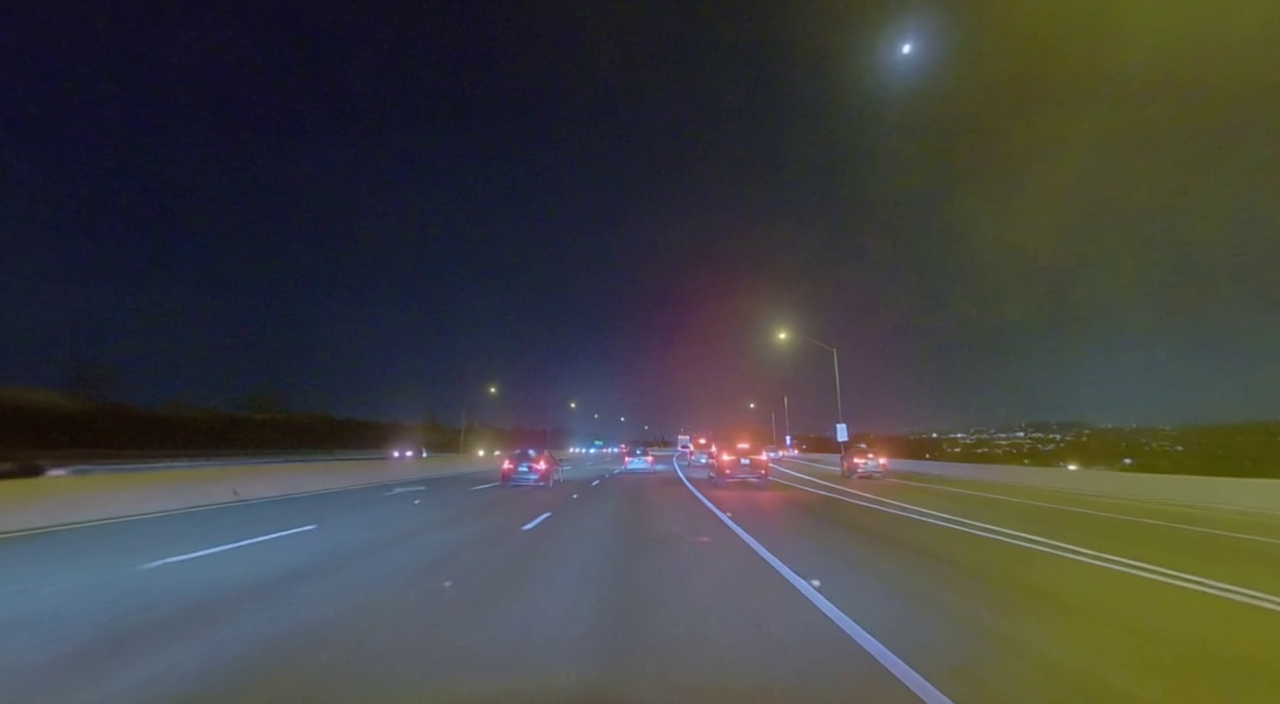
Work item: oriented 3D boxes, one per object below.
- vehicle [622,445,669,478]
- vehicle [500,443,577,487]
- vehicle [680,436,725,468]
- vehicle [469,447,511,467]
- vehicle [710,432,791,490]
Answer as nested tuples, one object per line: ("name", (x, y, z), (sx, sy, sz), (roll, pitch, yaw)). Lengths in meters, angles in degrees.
("vehicle", (0.276, 5.183, 30.074), (2.071, 1.478, 4.130), (0, -9, 1))
("vehicle", (-3.708, 4.196, 23.755), (1.996, 1.488, 4.451), (0, -9, 2))
("vehicle", (4.524, 7.467, 47.061), (2.802, 2.151, 6.579), (0, -9, 1))
("vehicle", (-11.832, 8.278, 49.913), (2.042, 1.526, 4.580), (0, -9, 3))
("vehicle", (3.653, 3.709, 21.699), (2.045, 1.768, 4.249), (0, -9, 0))
